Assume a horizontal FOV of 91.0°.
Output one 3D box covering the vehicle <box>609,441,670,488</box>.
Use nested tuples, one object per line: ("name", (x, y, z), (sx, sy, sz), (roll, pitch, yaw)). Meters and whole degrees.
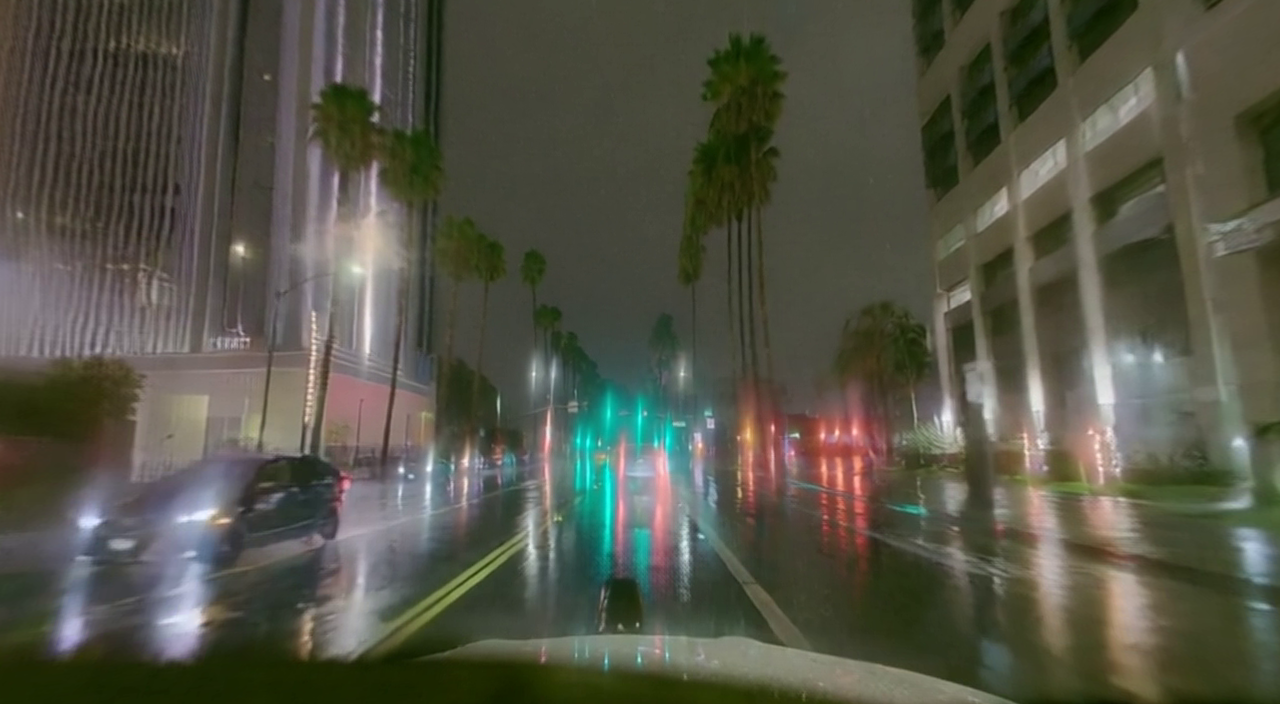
("vehicle", (-0.033, 4.278, 24.278), (2.145, 1.632, 3.972), (0, -8, 0))

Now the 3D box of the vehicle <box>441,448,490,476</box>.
("vehicle", (-12.089, 7.648, 43.990), (1.981, 1.803, 4.835), (0, -8, 1))

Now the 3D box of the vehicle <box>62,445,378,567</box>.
("vehicle", (-6.197, 2.258, 10.139), (1.951, 1.476, 4.452), (-1, -8, 1))

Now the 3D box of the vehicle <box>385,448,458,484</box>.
("vehicle", (-12.316, 6.454, 35.947), (2.308, 1.839, 4.793), (-1, -8, 2))
